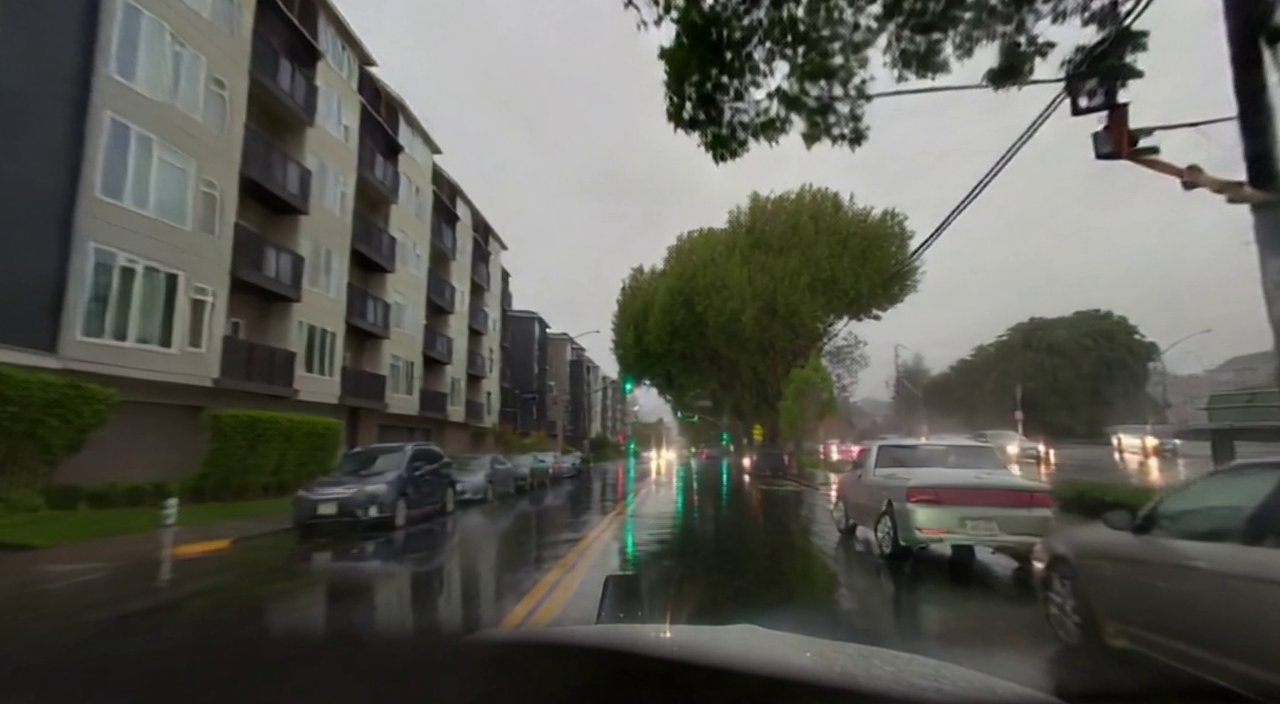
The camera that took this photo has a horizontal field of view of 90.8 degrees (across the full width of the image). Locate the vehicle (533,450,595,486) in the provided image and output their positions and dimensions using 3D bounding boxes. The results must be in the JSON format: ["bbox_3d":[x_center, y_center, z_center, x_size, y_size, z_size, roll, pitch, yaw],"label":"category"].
[{"bbox_3d":[-3.369,5.246,28.956,1.934,1.484,4.630,-1,-8,5],"label":"vehicle"}]

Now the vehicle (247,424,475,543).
[{"bbox_3d":[-4.971,2.389,12.202,1.993,1.817,4.619,-1,-8,4],"label":"vehicle"}]

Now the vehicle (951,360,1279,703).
[{"bbox_3d":[3.567,0.972,3.006,2.153,1.685,4.586,-1,-8,5],"label":"vehicle"}]

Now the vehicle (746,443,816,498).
[{"bbox_3d":[5.352,4.517,24.654,2.034,1.689,4.978,-1,-6,5],"label":"vehicle"}]
